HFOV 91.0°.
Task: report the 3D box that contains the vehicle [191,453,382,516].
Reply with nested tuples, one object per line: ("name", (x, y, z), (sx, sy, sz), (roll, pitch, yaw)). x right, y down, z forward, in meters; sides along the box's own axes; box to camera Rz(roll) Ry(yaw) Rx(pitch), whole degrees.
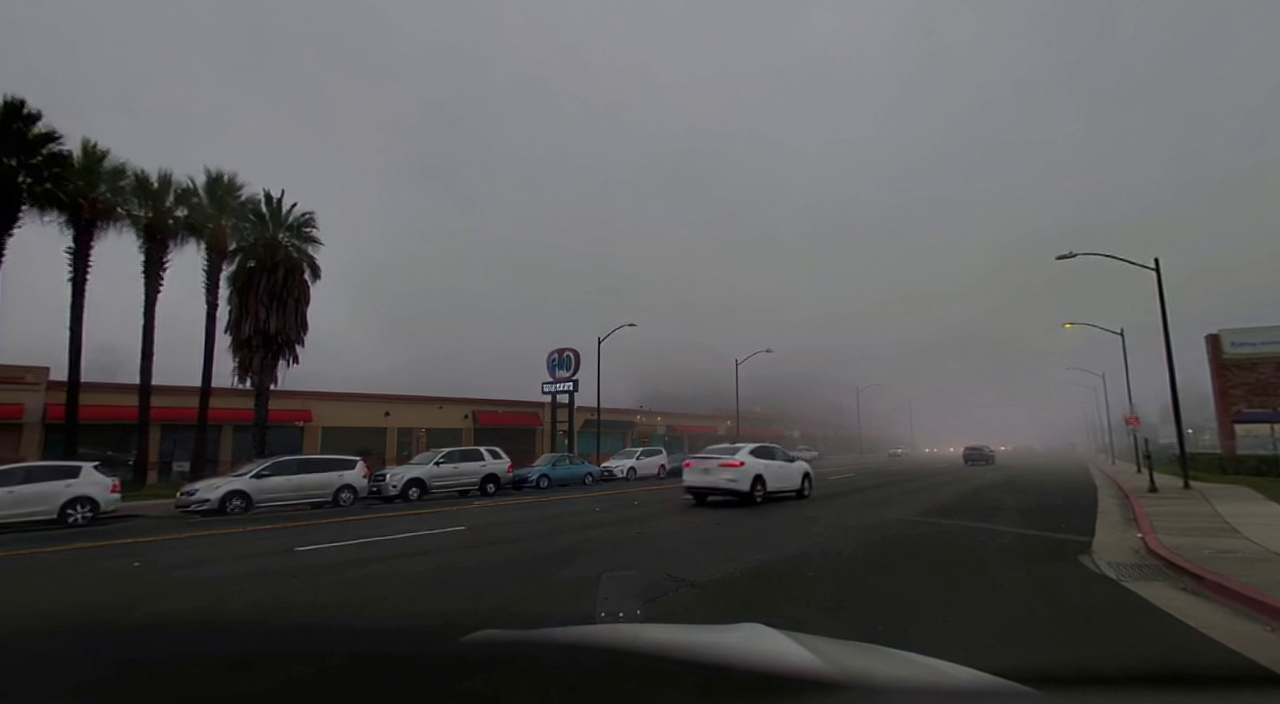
("vehicle", (-10.559, 3.901, 19.143), (1.900, 1.615, 4.573), (-6, -11, 37))

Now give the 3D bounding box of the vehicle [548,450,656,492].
("vehicle", (-1.404, 4.647, 25.003), (1.837, 1.468, 4.389), (-6, -11, 37))

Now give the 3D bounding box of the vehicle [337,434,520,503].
("vehicle", (-6.161, 3.597, 19.010), (1.989, 1.792, 4.884), (-9, -15, 36))

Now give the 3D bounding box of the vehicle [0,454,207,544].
("vehicle", (-11.423, 2.736, 12.006), (1.854, 1.482, 4.756), (-6, -11, 37))

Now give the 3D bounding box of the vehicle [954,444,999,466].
("vehicle", (24.431, 7.399, 45.572), (2.035, 1.485, 4.849), (-6, -11, 37))

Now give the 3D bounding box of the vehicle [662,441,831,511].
("vehicle", (2.967, 3.137, 16.599), (2.232, 1.513, 5.090), (-6, -11, 37))
